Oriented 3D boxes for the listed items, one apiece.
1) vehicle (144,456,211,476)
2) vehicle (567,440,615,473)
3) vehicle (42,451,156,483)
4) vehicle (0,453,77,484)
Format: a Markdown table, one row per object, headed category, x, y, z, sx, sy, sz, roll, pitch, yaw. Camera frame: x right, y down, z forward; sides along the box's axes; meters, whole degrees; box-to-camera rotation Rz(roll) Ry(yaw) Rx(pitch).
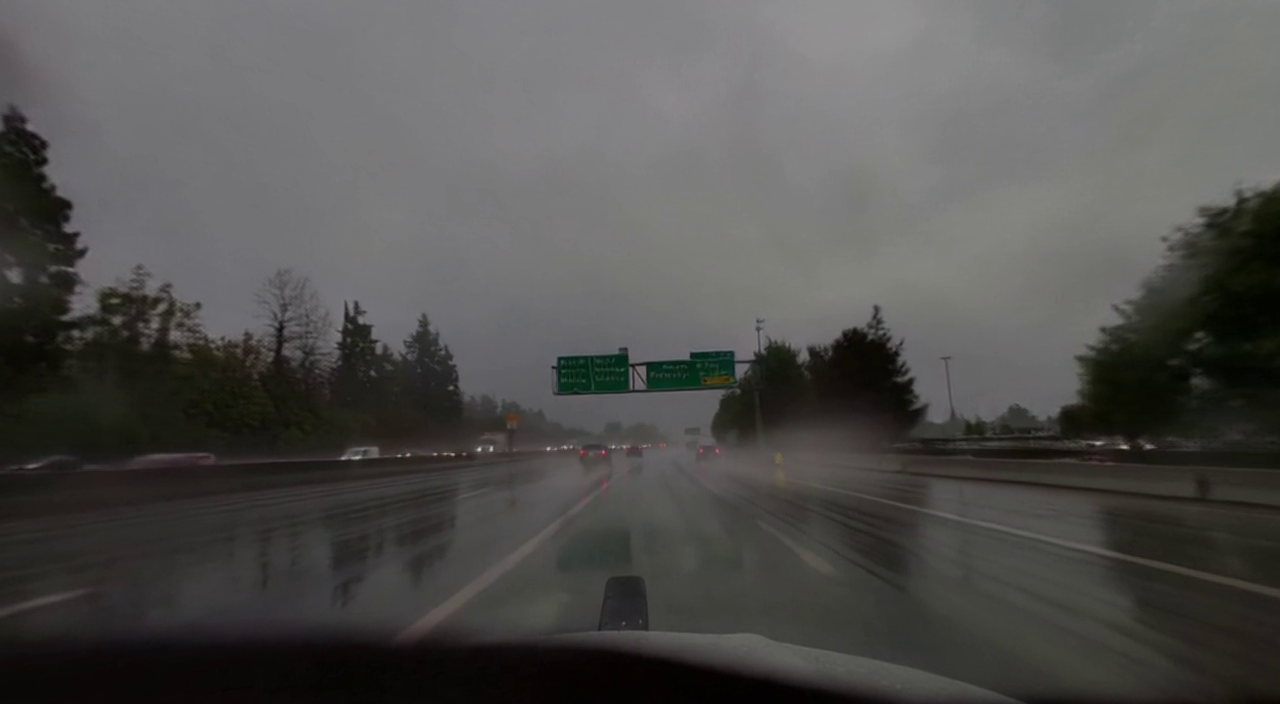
| category | x | y | z | sx | sy | sz | roll | pitch | yaw |
| --- | --- | --- | --- | --- | --- | --- | --- | --- | --- |
| vehicle | -35.307 | 8.710 | 48.305 | 1.760 | 1.402 | 4.340 | 0 | -8 | 2 |
| vehicle | -2.698 | 5.904 | 35.769 | 2.196 | 1.733 | 4.355 | 0 | -8 | 2 |
| vehicle | -27.253 | 5.791 | 31.981 | 1.806 | 1.450 | 4.352 | 0 | -8 | 2 |
| vehicle | -33.168 | 6.214 | 33.809 | 1.879 | 1.471 | 4.447 | 0 | -8 | 0 |
